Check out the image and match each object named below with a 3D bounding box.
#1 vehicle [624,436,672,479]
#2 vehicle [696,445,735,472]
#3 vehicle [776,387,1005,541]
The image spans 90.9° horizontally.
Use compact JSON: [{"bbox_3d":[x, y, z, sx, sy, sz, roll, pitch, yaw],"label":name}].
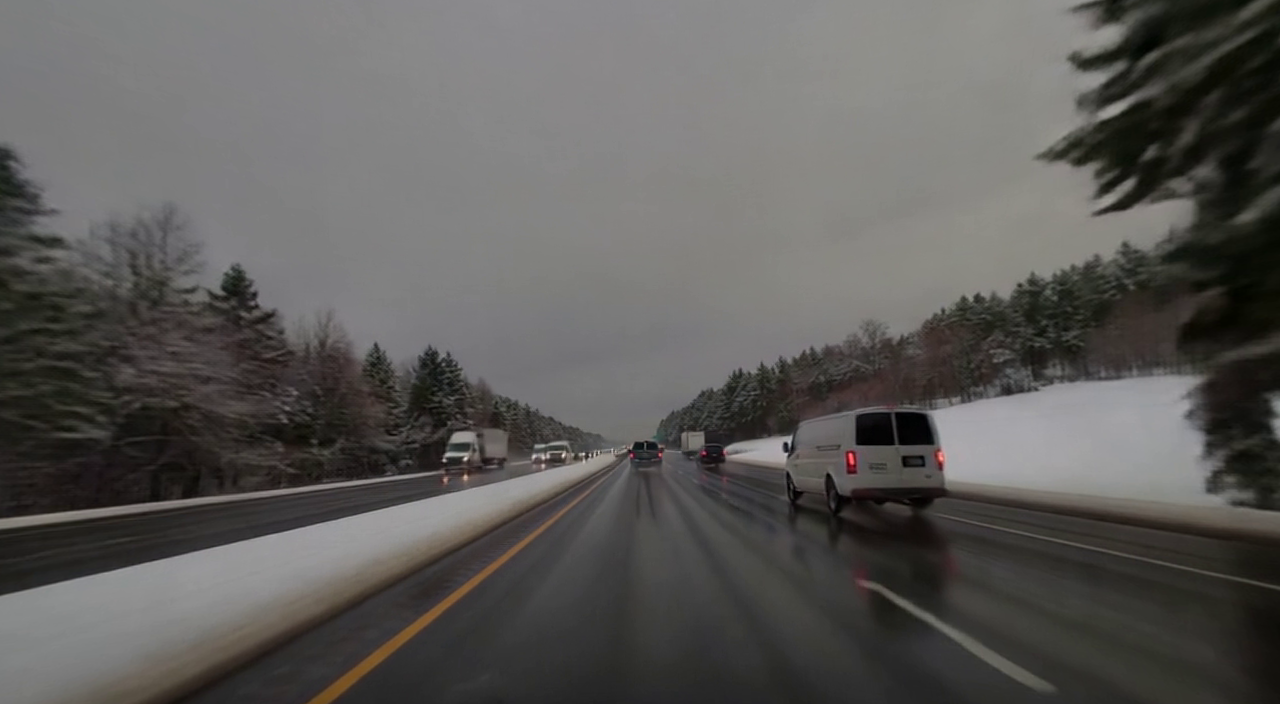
[{"bbox_3d":[0.379,5.092,30.616,2.143,1.925,4.101,0,-9,0],"label":"vehicle"},{"bbox_3d":[4.597,6.546,38.994,1.868,1.566,3.509,0,-9,-2],"label":"vehicle"},{"bbox_3d":[4.265,2.032,11.866,2.232,2.290,4.720,0,-9,-1],"label":"vehicle"}]
